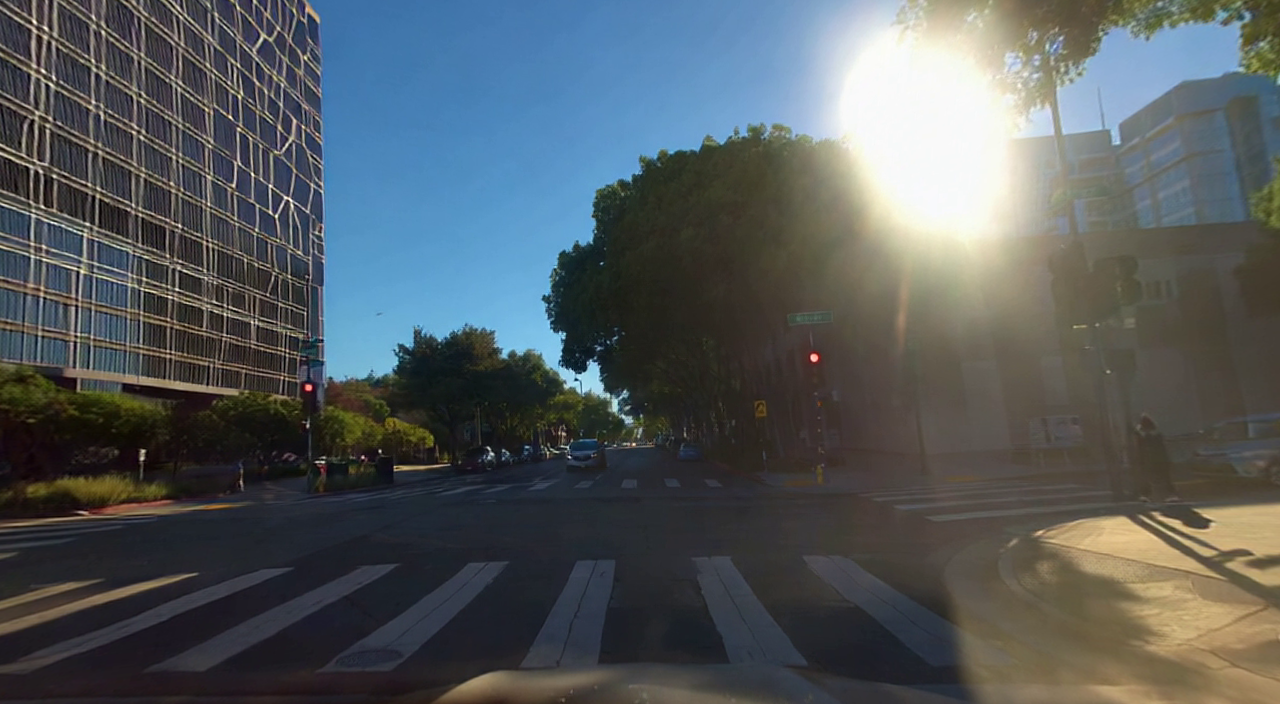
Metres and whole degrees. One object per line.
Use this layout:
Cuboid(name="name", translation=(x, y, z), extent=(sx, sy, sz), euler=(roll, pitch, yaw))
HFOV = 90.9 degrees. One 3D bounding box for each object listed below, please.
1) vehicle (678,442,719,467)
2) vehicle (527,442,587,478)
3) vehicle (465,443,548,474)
Cuboid(name="vehicle", translation=(3.541, 6.276, 38.860), extent=(1.853, 1.426, 4.160), euler=(1, -8, -3))
Cuboid(name="vehicle", translation=(-3.670, 4.843, 28.623), extent=(1.989, 1.481, 4.500), euler=(0, -8, 1))
Cuboid(name="vehicle", translation=(-8.011, 6.358, 38.030), extent=(4.526, 1.726, 1.963), euler=(8, -12, -44))
